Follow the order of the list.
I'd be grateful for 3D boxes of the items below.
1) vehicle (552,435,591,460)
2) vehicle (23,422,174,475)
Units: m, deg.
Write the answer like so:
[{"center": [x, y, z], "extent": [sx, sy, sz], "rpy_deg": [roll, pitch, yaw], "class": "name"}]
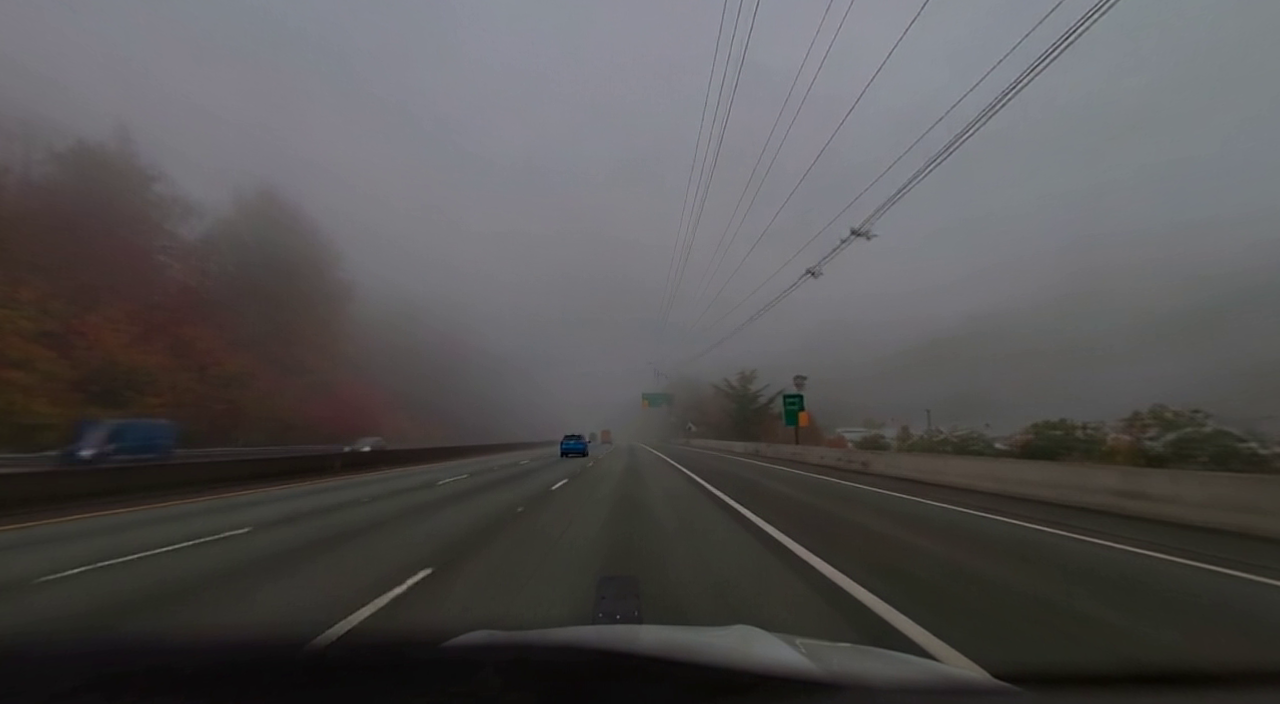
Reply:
[{"center": [-4.180, 5.877, 38.960], "extent": [2.025, 1.475, 4.379], "rpy_deg": [0, -8, -2], "class": "vehicle"}, {"center": [-24.686, 4.403, 29.047], "extent": [2.195, 2.215, 5.366], "rpy_deg": [0, -8, -1], "class": "vehicle"}]
